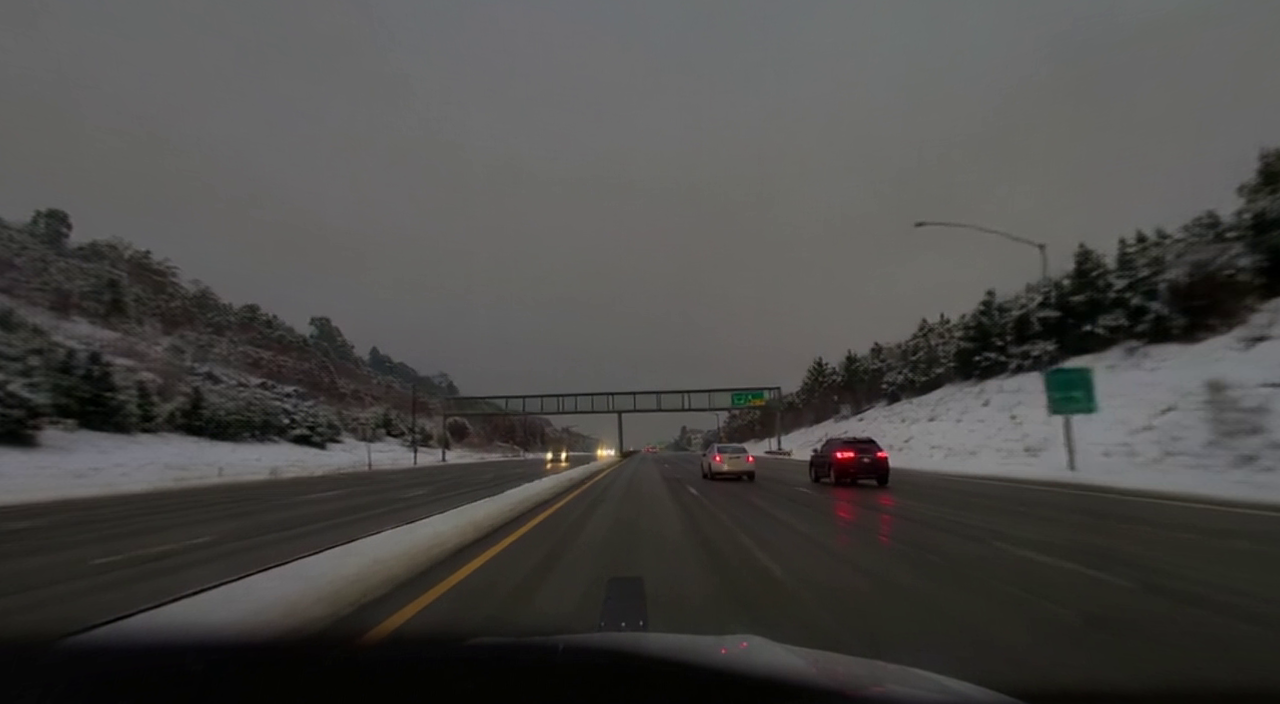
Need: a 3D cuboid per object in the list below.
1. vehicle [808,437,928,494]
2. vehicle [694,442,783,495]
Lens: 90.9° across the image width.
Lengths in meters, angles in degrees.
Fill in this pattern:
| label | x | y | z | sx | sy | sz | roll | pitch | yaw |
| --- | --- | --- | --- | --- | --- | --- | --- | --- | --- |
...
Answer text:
| label | x | y | z | sx | sy | sz | roll | pitch | yaw |
| --- | --- | --- | --- | --- | --- | --- | --- | --- | --- |
| vehicle | 6.900 | 3.462 | 19.696 | 1.988 | 1.530 | 4.777 | 0 | -8 | 0 |
| vehicle | 2.906 | 3.542 | 19.554 | 2.044 | 1.444 | 4.216 | 0 | -8 | -1 |
